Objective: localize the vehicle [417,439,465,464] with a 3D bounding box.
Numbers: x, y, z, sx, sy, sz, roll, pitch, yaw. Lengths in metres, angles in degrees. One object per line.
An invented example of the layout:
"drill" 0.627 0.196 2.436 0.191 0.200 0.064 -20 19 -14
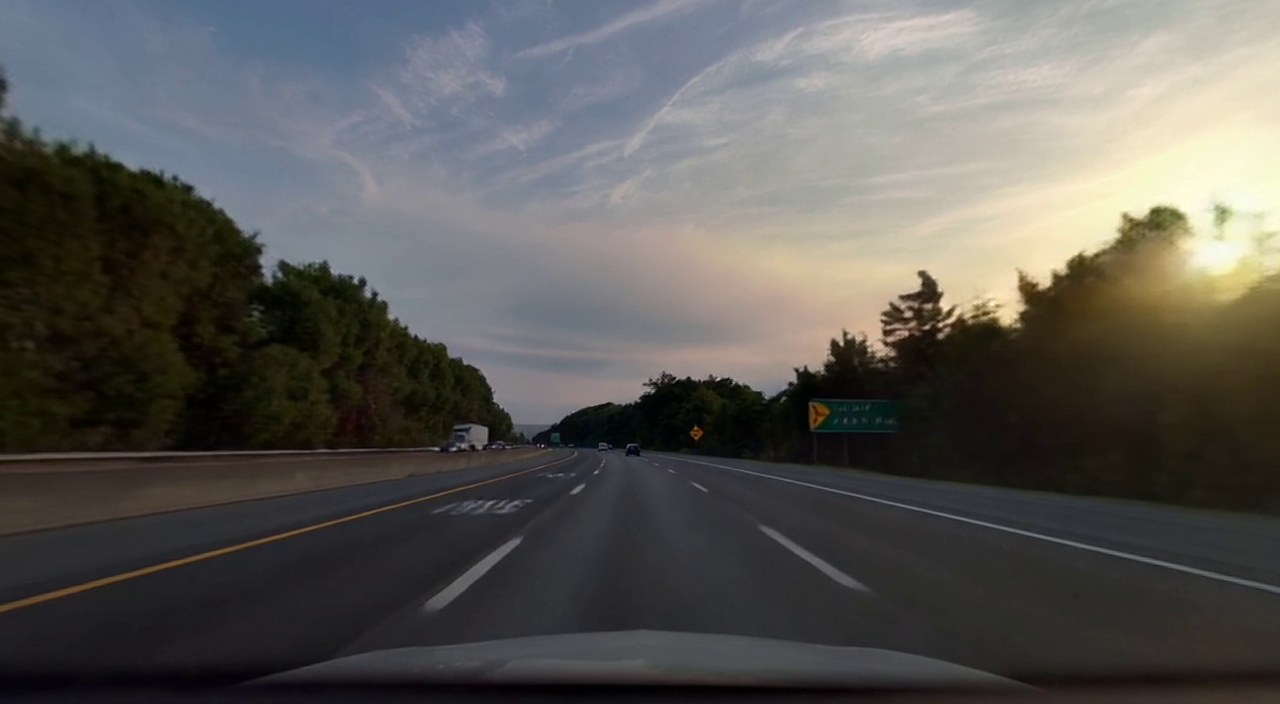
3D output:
"vehicle" -13.144 6.597 41.856 1.872 1.567 4.324 0 -9 -2
